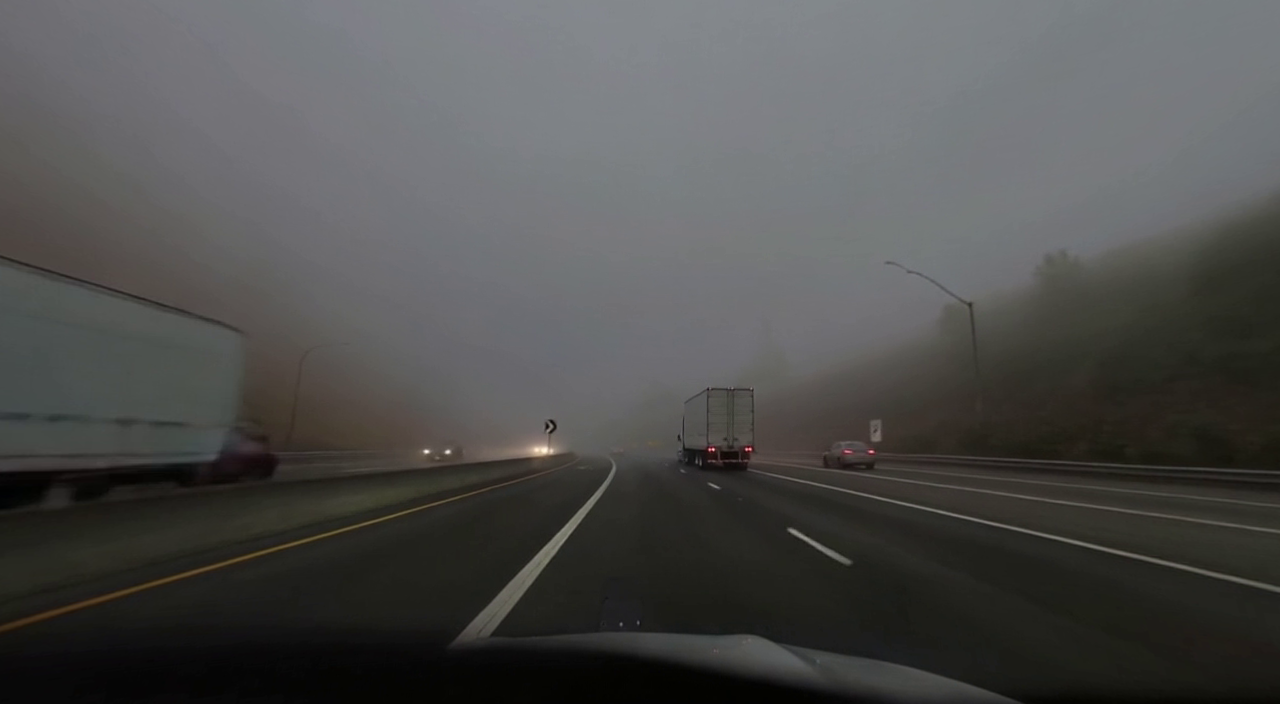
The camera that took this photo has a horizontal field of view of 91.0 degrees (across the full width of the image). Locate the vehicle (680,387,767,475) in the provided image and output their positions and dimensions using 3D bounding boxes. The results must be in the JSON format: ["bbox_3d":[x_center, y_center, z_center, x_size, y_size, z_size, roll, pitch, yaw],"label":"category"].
[{"bbox_3d":[4.118,4.378,33.912,3.049,3.968,10.706,0,-9,-1],"label":"vehicle"}]

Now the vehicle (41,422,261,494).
[{"bbox_3d":[-16.225,3.569,21.628,2.465,2.075,6.336,0,-9,0],"label":"vehicle"}]

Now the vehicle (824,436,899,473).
[{"bbox_3d":[11.371,5.295,32.713,2.046,1.741,4.769,1,-9,-1],"label":"vehicle"}]
